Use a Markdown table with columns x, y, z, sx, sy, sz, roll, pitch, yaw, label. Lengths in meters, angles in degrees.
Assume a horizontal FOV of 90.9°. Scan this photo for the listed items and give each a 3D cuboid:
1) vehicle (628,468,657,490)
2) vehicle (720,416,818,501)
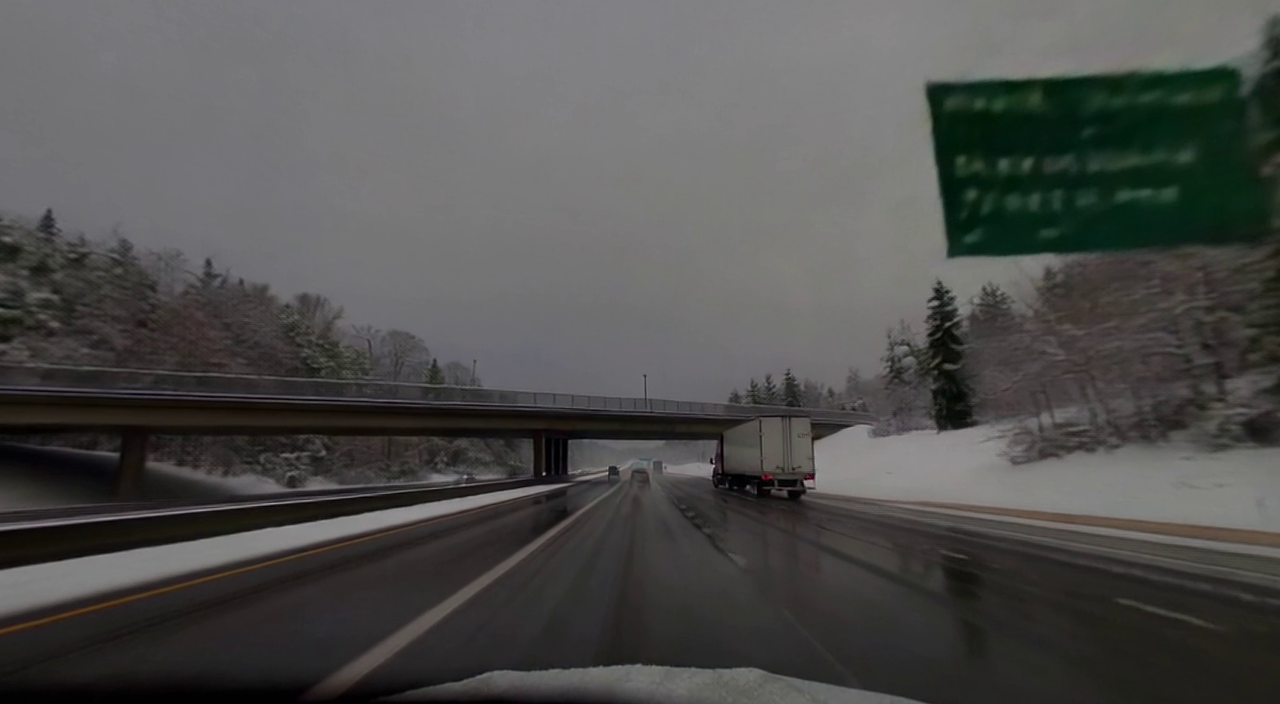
| x | y | z | sx | sy | sz | roll | pitch | yaw | label |
| --- | --- | --- | --- | --- | --- | --- | --- | --- | --- |
| 0.141 | 9.284 | 46.211 | 2.029 | 1.459 | 3.684 | 1 | -11 | -1 | vehicle |
| 7.103 | 6.409 | 37.444 | 2.926 | 4.073 | 13.836 | 1 | -10 | 0 | vehicle |
